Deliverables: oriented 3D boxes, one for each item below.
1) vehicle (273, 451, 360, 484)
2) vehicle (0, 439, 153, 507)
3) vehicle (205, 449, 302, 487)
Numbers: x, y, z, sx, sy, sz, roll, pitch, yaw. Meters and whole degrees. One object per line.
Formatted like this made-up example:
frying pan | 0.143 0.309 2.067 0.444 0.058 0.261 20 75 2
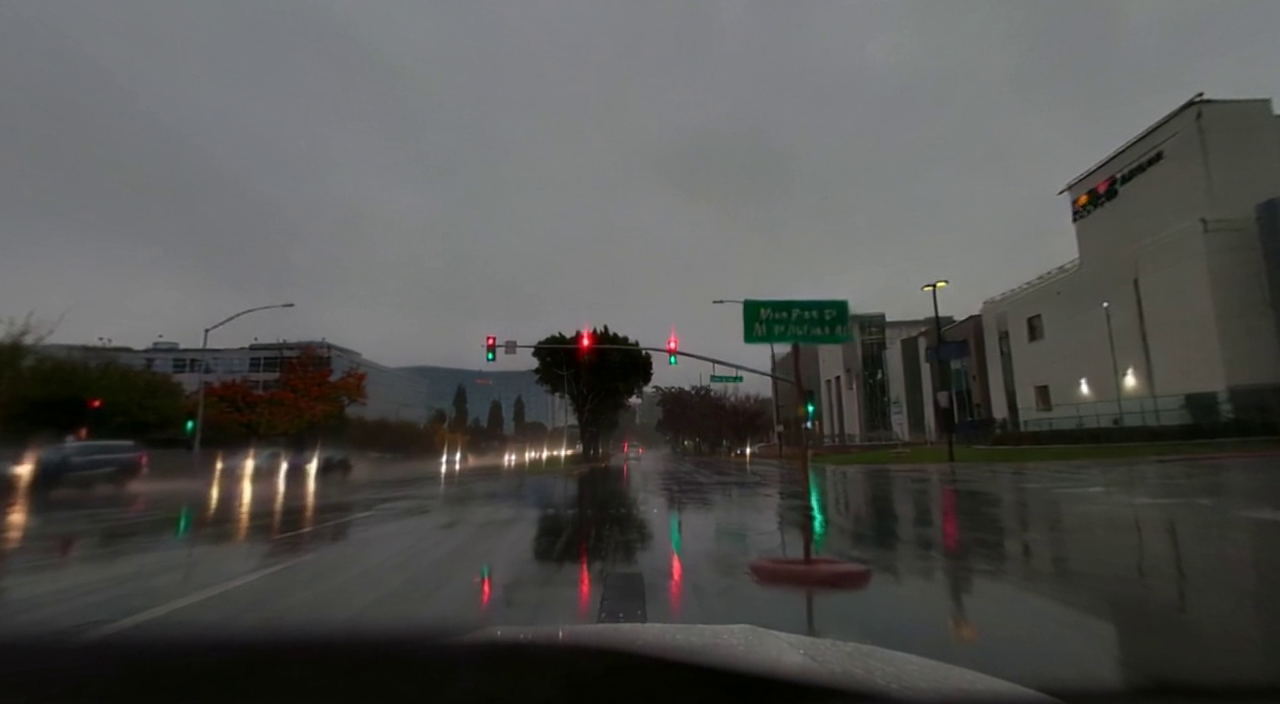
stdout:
vehicle | -16.368 5.829 32.297 1.922 1.448 4.702 -2 -8 1
vehicle | -19.910 4.012 21.424 2.380 1.963 5.458 -2 -8 1
vehicle | -19.703 5.897 32.473 2.093 1.654 4.601 -3 -8 0
